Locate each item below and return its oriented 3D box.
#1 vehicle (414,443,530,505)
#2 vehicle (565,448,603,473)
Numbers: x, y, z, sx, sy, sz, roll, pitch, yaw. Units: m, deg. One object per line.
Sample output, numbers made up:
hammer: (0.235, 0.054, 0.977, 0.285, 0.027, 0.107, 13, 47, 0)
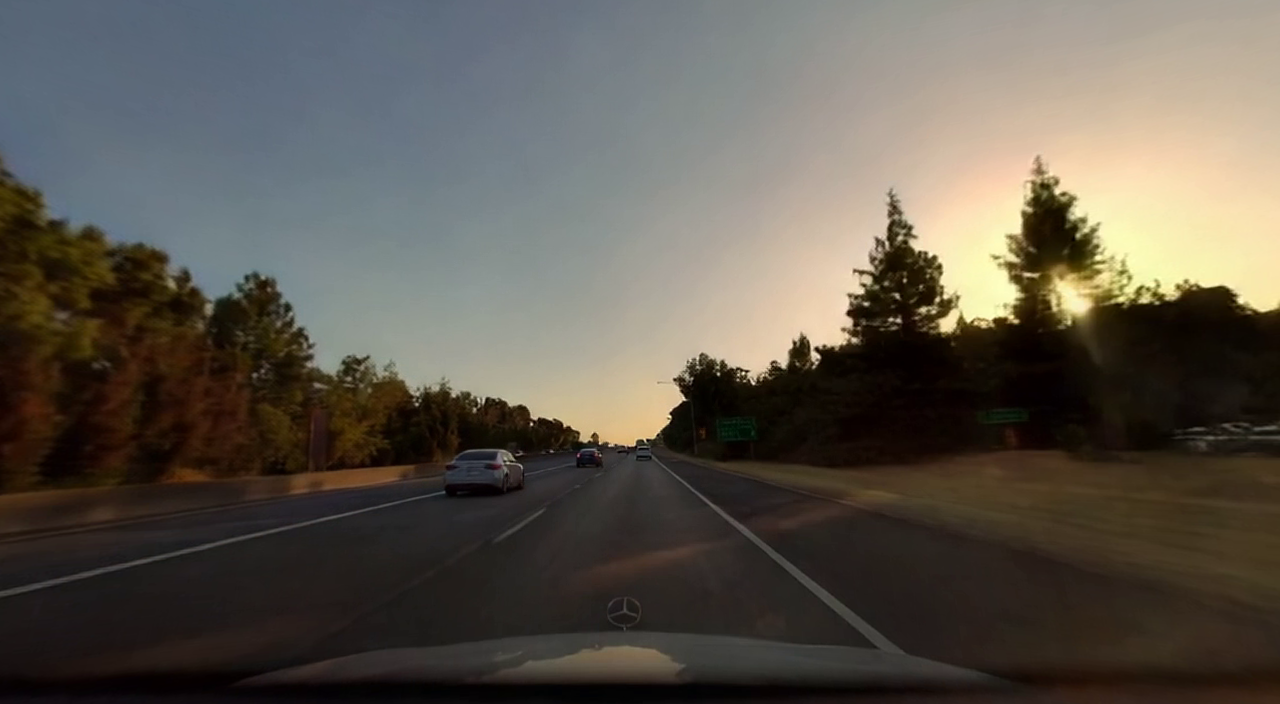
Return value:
vehicle: (-4.539, 3.370, 17.864, 1.975, 1.501, 4.603, 0, -9, 0)
vehicle: (-3.481, 6.856, 40.110, 2.005, 1.474, 3.921, 0, -9, 1)
